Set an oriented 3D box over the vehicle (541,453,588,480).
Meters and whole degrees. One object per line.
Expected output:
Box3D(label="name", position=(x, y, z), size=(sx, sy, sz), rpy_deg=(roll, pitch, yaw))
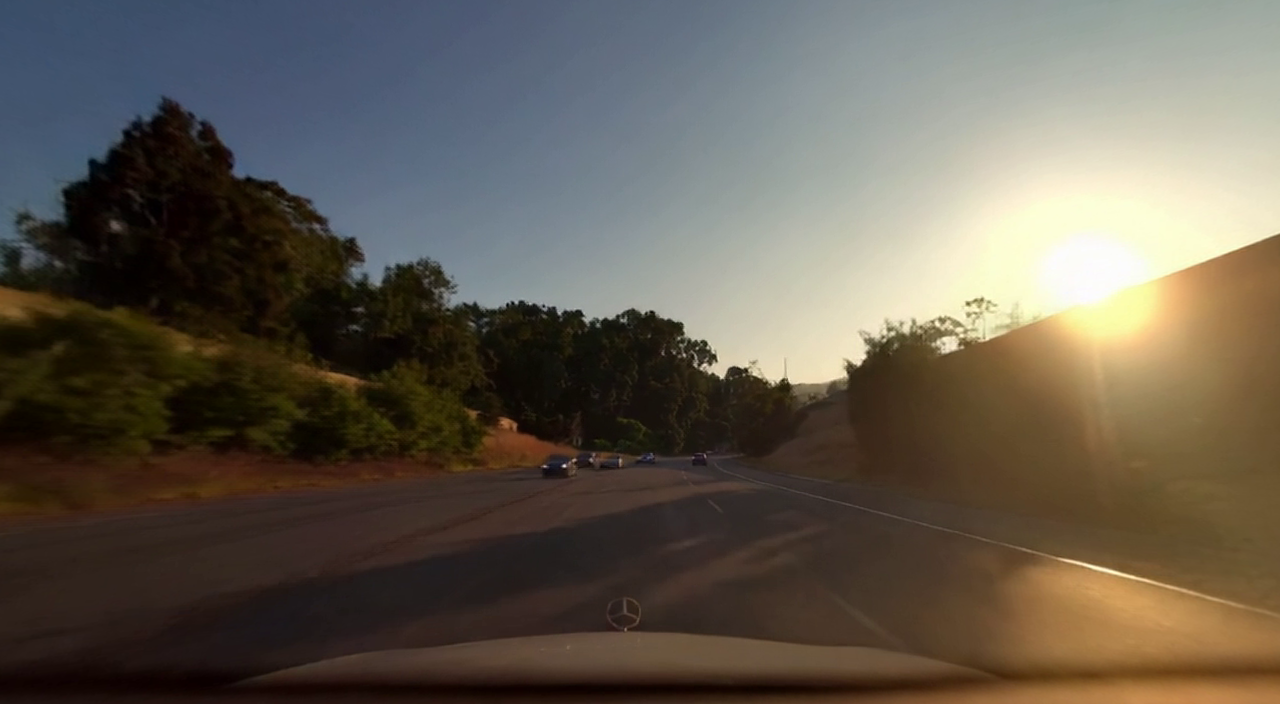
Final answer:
Box3D(label="vehicle", position=(-4.604, 7.065, 39.273), size=(2.058, 1.501, 4.749), rpy_deg=(-1, -9, 3))
